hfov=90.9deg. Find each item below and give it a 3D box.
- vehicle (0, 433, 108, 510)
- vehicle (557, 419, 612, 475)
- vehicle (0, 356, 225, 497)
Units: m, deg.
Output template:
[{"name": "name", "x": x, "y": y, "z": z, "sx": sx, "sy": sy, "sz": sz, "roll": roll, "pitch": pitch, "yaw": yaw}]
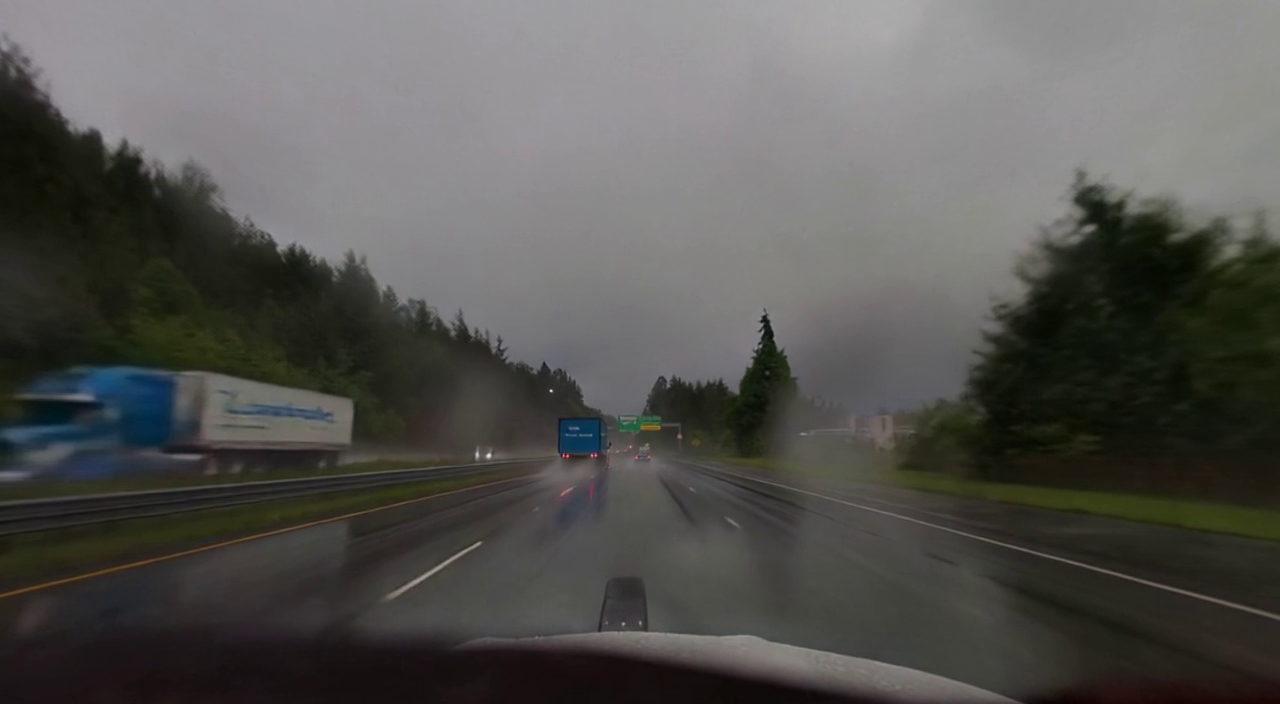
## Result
[{"name": "vehicle", "x": -13.238, "y": 2.399, "z": 12.708, "sx": 1.777, "sy": 1.473, "sz": 3.648, "roll": 0, "pitch": -9, "yaw": 0}, {"name": "vehicle", "x": -3.273, "y": 5.867, "z": 38.870, "sx": 2.695, "sy": 3.151, "sz": 6.885, "roll": 0, "pitch": -9, "yaw": 0}, {"name": "vehicle", "x": -17.298, "y": 2.529, "z": 20.786, "sx": 3.012, "sy": 3.971, "sz": 5.873, "roll": 0, "pitch": -9, "yaw": 0}]
